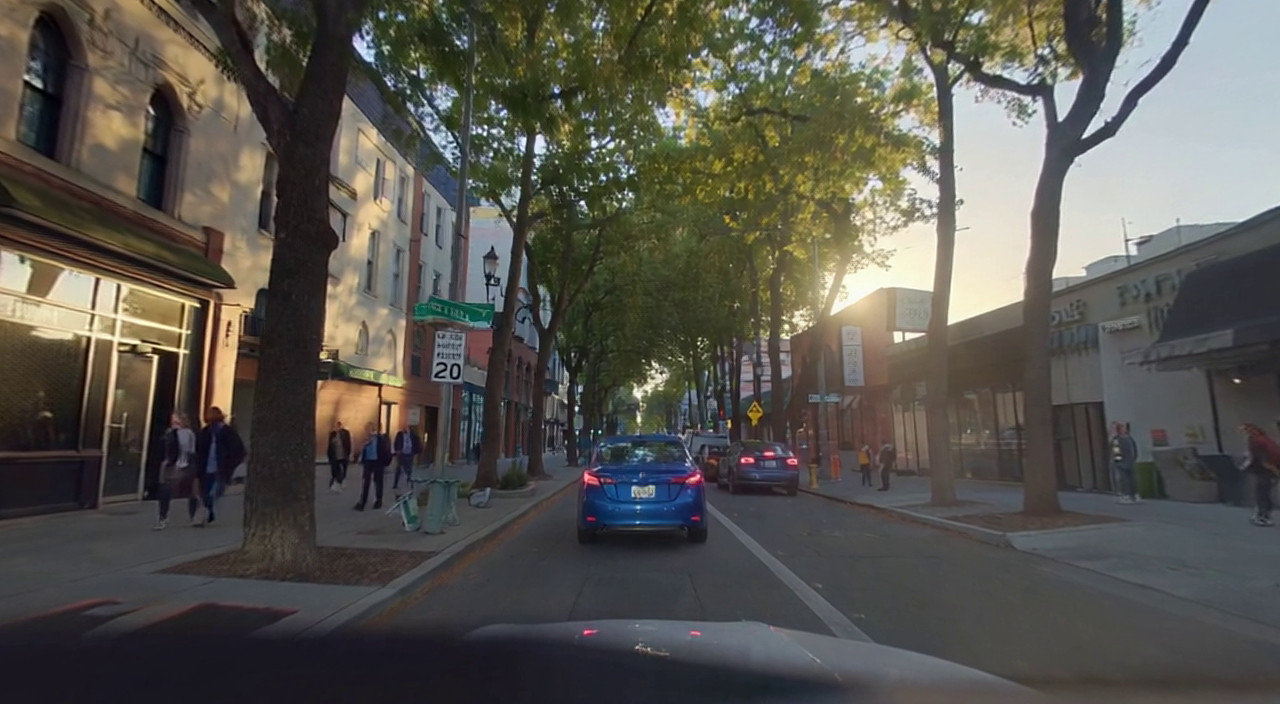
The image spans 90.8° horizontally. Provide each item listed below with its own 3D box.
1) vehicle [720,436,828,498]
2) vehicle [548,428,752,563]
[{"bbox_3d":[3.621,3.188,17.953,2.025,1.523,4.426,0,-9,-1],"label":"vehicle"},{"bbox_3d":[0.076,1.903,9.128,2.261,1.474,4.130,0,-8,-1],"label":"vehicle"}]
